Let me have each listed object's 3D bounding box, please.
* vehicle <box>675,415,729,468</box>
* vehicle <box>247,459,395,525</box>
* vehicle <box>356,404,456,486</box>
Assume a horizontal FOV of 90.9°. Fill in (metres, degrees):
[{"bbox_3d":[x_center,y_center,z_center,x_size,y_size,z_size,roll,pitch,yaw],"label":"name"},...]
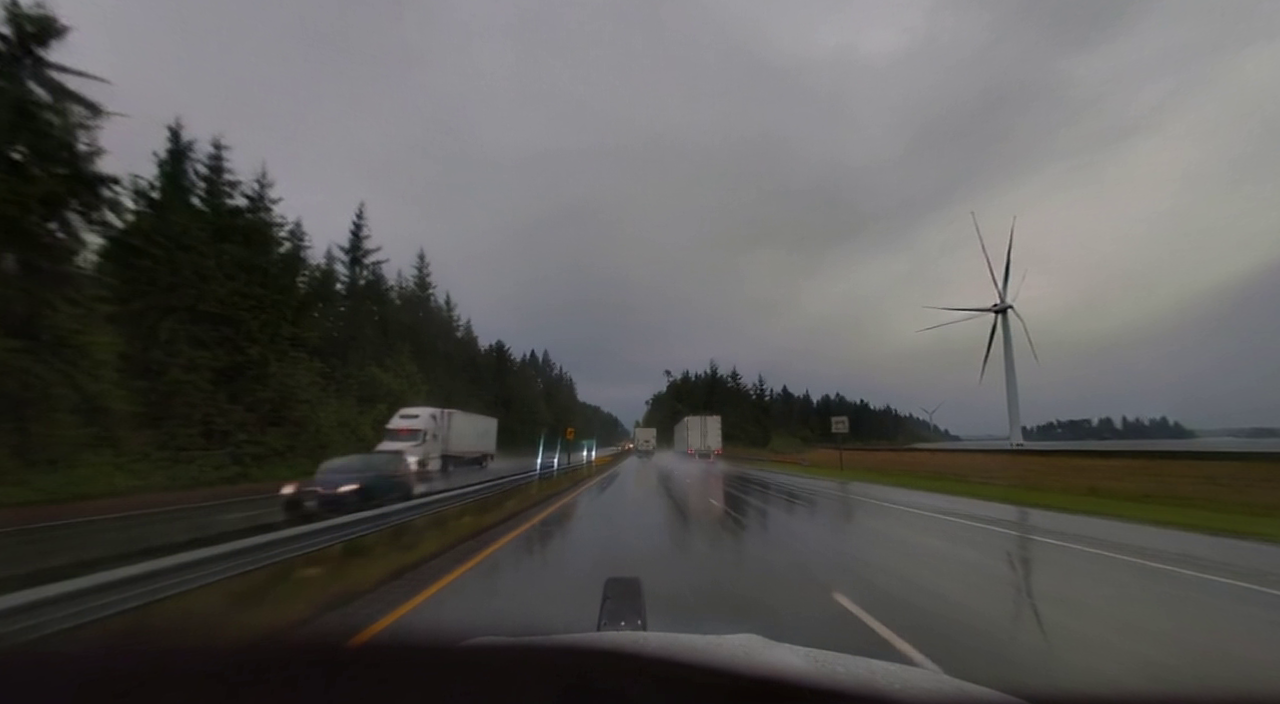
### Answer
[{"bbox_3d":[4.427,6.802,47.336,2.903,3.602,9.351,0,-9,-1],"label":"vehicle"},{"bbox_3d":[-8.044,3.523,16.354,1.843,1.456,3.733,0,-9,0],"label":"vehicle"},{"bbox_3d":[-12.405,5.064,34.085,2.954,4.010,5.914,-1,-9,1],"label":"vehicle"}]
